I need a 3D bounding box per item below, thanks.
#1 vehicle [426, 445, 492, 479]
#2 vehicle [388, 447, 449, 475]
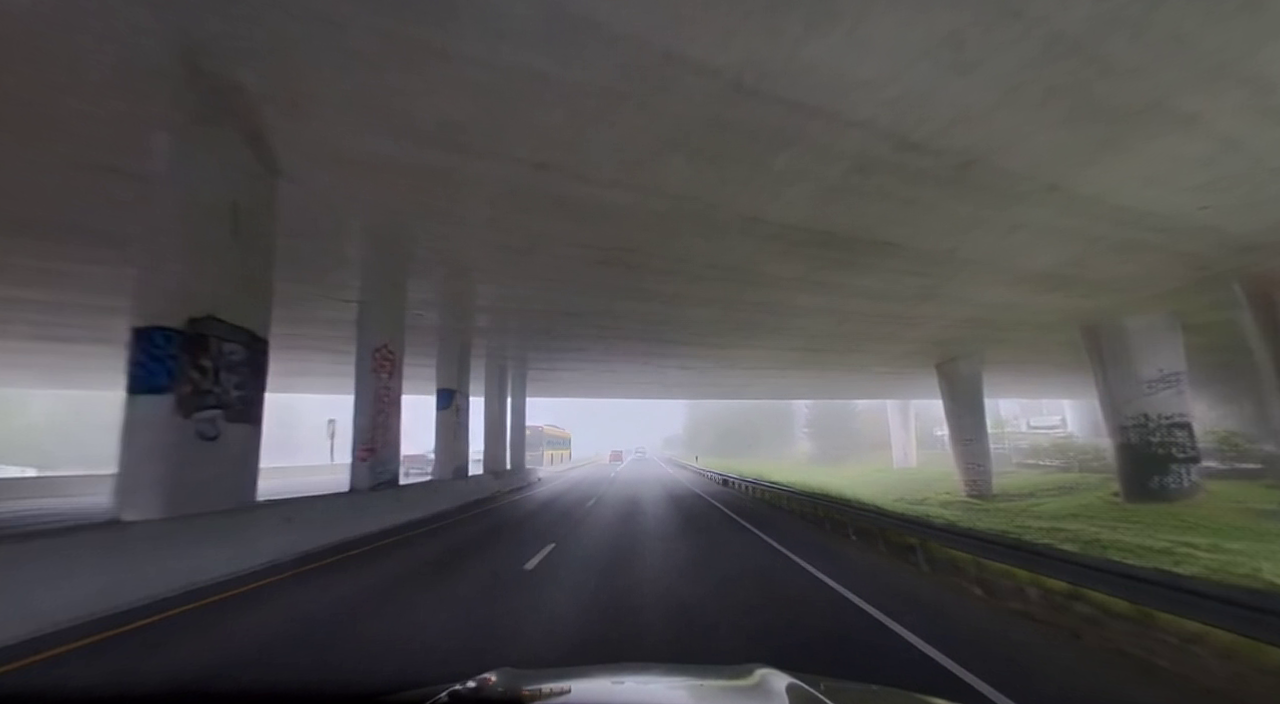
[{"bbox_3d":[-9.320,5.678,32.897,1.979,1.600,4.516,0,-8,1],"label":"vehicle"},{"bbox_3d":[-13.745,6.779,39.482,2.059,1.615,4.688,0,-8,1],"label":"vehicle"}]
